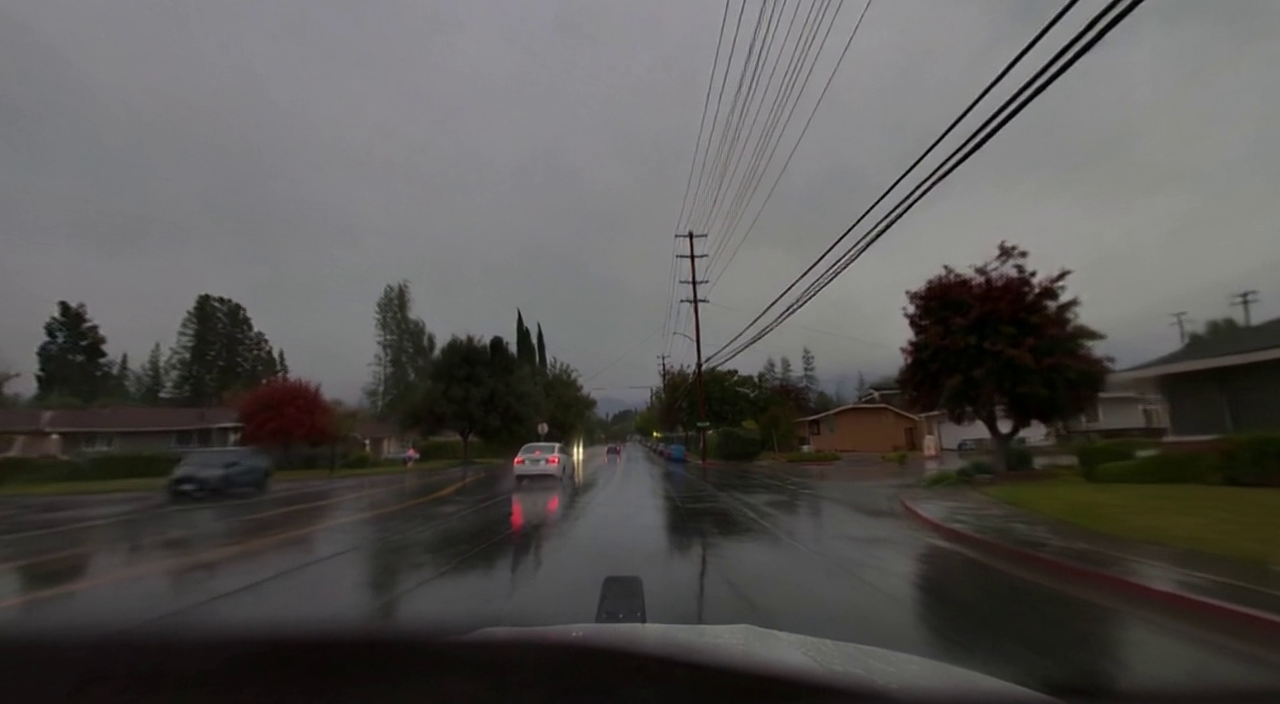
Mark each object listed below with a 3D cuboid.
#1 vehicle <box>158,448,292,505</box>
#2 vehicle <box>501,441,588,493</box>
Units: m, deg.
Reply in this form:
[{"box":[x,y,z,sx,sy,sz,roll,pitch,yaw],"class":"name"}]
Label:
[{"box":[-14.330,4.261,22.188,1.942,1.732,4.376,1,-8,-4],"class":"vehicle"},{"box":[-2.966,3.669,20.647,2.041,1.471,4.602,0,-8,1],"class":"vehicle"}]
